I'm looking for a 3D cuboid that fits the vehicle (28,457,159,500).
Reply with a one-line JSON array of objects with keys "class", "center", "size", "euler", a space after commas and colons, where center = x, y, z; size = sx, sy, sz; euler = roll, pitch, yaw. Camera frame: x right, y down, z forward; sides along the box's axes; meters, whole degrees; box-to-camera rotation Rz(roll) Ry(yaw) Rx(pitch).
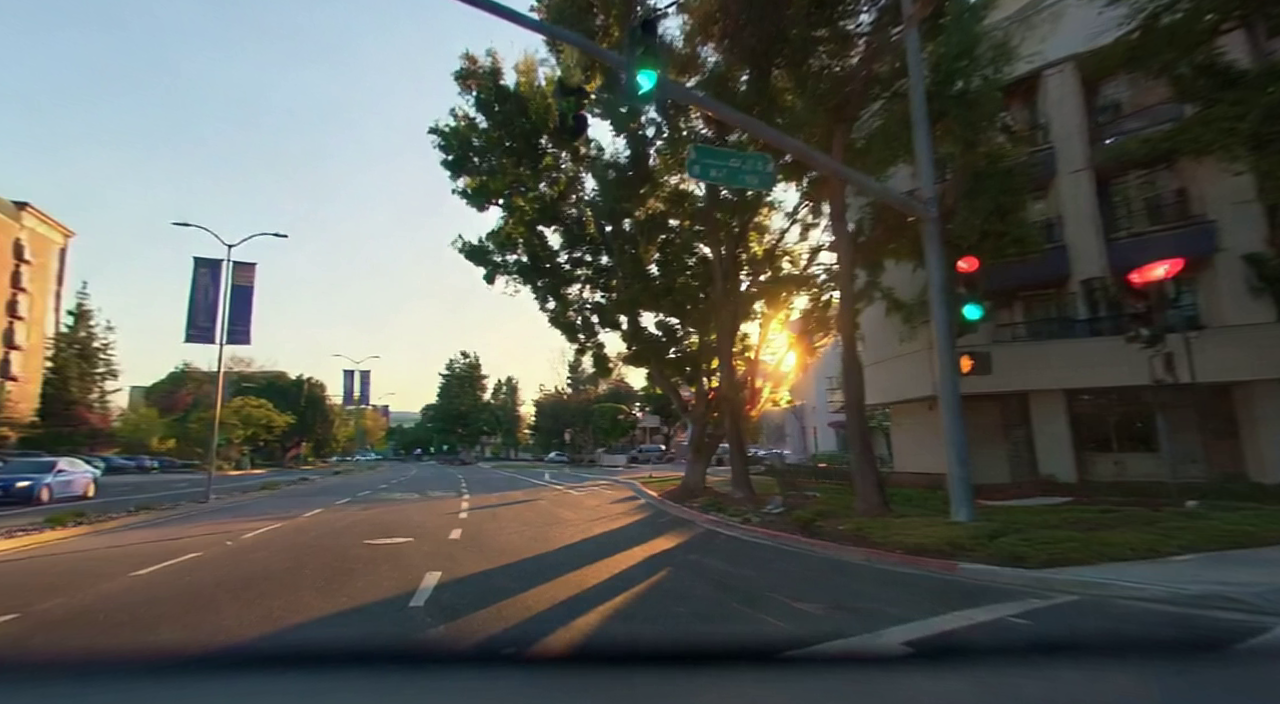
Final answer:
[{"class": "vehicle", "center": [-22.373, 5.149, 26.166], "size": [2.152, 1.521, 4.767], "euler": [2, -9, -16]}]
